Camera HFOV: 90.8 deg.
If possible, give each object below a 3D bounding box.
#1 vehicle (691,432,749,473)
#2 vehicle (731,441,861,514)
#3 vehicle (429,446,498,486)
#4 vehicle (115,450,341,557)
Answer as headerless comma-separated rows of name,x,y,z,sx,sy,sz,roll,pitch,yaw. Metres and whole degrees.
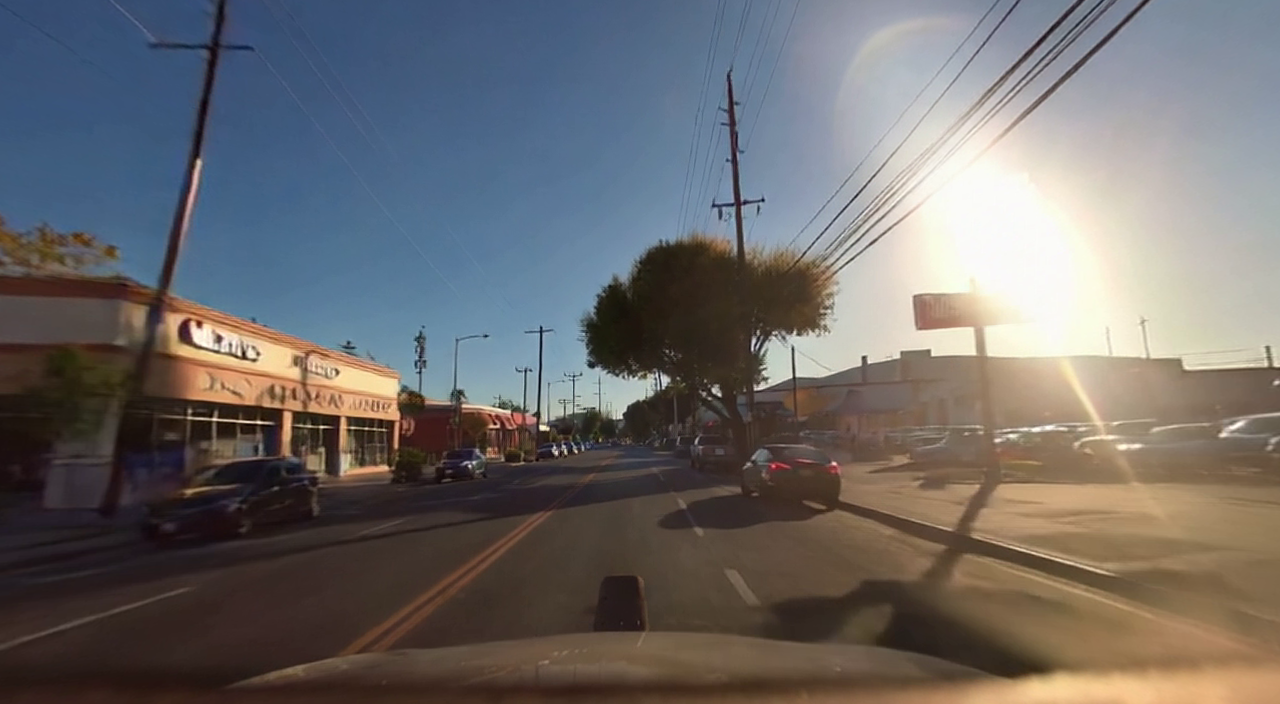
vehicle,3.923,5.040,31.795,2.080,1.893,4.699,0,-8,-3
vehicle,3.610,2.978,15.640,1.990,1.521,4.693,0,-8,0
vehicle,-7.875,5.074,28.521,1.872,1.455,4.350,-3,-8,-1
vehicle,-7.782,2.824,12.514,1.787,1.543,4.052,-3,-7,0
